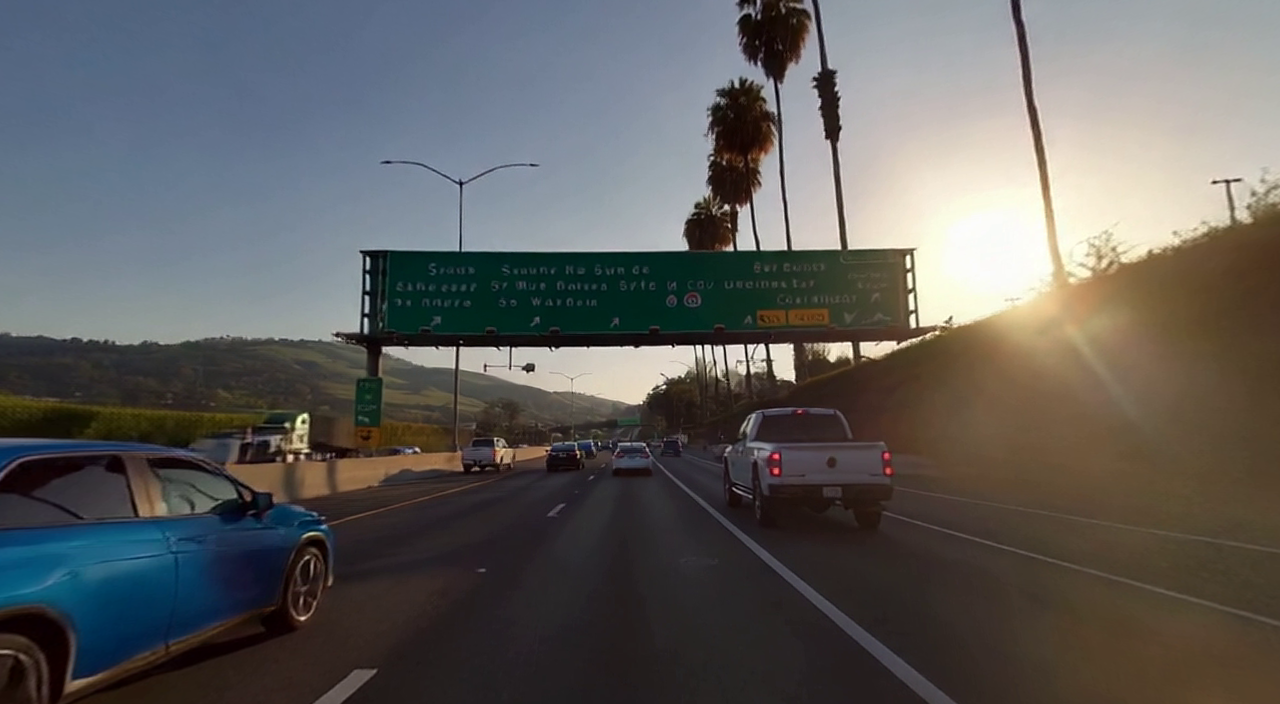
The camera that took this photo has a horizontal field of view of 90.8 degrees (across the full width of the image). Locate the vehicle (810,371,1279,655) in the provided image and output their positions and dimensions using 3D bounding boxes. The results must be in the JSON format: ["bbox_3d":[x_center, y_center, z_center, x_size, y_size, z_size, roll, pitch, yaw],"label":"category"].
[{"bbox_3d":[3.123,1.159,5.577,1.859,1.416,4.695,0,-9,-1],"label":"vehicle"}]

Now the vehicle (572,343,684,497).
[{"bbox_3d":[-0.259,2.586,22.004,2.906,4.040,10.743,0,-9,1],"label":"vehicle"}]

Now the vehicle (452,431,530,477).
[{"bbox_3d":[-6.945,4.843,30.175,2.344,1.954,5.579,0,-9,0],"label":"vehicle"}]

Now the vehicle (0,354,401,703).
[{"bbox_3d":[-3.221,1.106,3.904,1.885,1.654,4.103,0,-9,0],"label":"vehicle"}]
